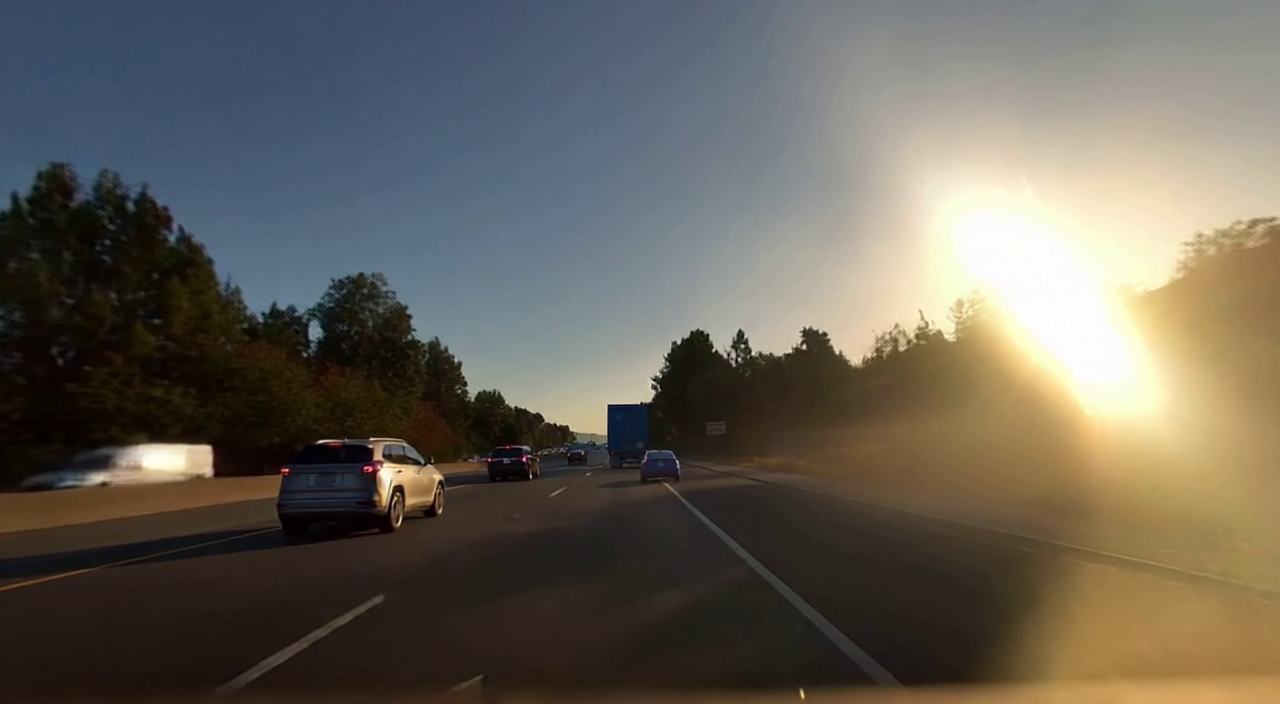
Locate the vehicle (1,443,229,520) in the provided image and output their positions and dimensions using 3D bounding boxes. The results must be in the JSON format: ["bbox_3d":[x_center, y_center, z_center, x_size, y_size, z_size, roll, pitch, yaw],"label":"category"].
[{"bbox_3d":[-13.443,3.304,16.548,2.191,1.706,4.471,0,-9,-1],"label":"vehicle"}]

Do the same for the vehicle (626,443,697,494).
[{"bbox_3d":[0.589,3.779,20.657,2.026,1.489,4.045,0,-9,-2],"label":"vehicle"}]

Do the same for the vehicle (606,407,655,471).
[{"bbox_3d":[-0.864,6.343,45.246,3.113,4.066,10.786,0,-9,-3],"label":"vehicle"}]

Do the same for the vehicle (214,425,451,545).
[{"bbox_3d":[-4.994,2.204,11.009,2.100,1.671,4.105,0,-9,-1],"label":"vehicle"}]

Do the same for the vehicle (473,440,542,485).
[{"bbox_3d":[-5.333,4.509,25.748,2.035,1.664,4.064,0,-9,-1],"label":"vehicle"}]
